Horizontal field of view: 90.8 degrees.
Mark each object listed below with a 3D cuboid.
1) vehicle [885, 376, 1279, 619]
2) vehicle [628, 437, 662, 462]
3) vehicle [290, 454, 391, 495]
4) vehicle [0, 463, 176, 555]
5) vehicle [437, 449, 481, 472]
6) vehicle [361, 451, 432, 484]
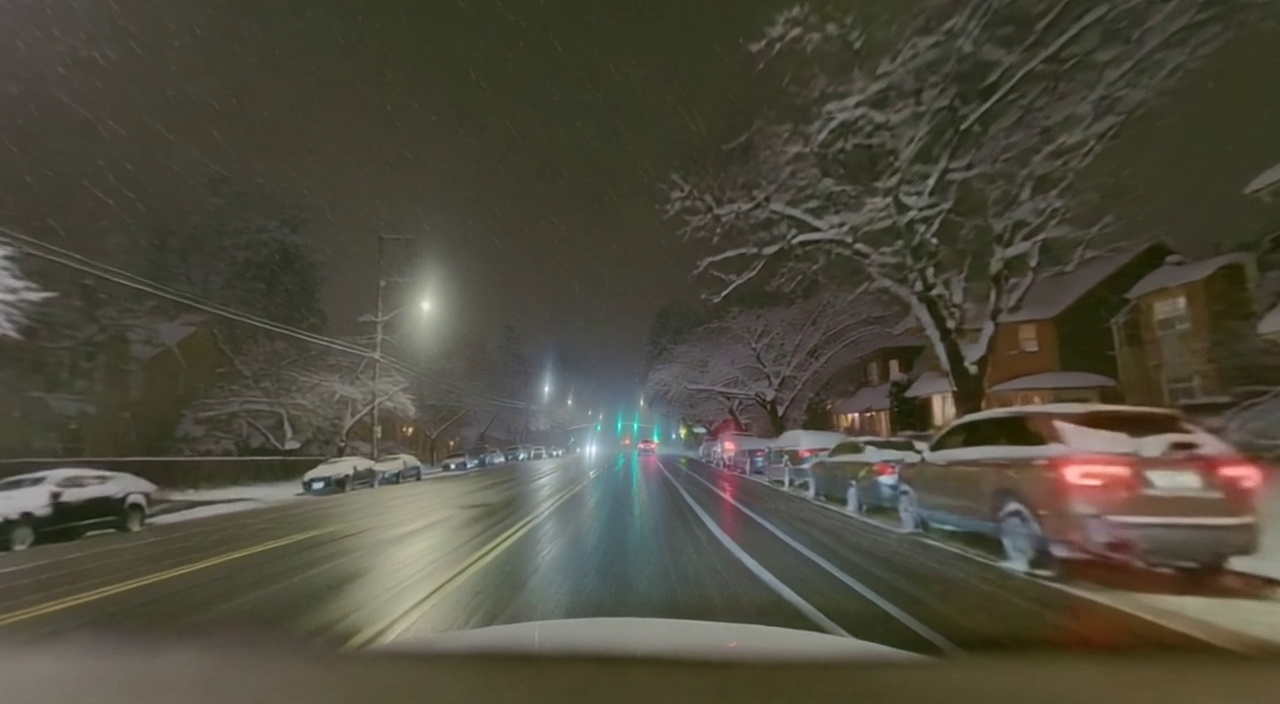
[{"bbox_3d":[4.920,1.442,7.337,2.022,1.799,5.105,0,-8,-1],"label":"vehicle"},{"bbox_3d":[0.275,6.121,39.809,2.022,1.471,3.973,0,-8,-1],"label":"vehicle"},{"bbox_3d":[-12.709,5.178,27.175,1.969,1.490,4.675,0,-8,1],"label":"vehicle"},{"bbox_3d":[-12.608,3.200,13.332,1.880,1.523,4.833,0,-8,1],"label":"vehicle"},{"bbox_3d":[-12.594,7.583,44.289,1.877,1.505,4.125,0,-8,0],"label":"vehicle"},{"bbox_3d":[-12.419,5.892,32.563,1.853,1.497,4.527,0,-8,0],"label":"vehicle"}]
